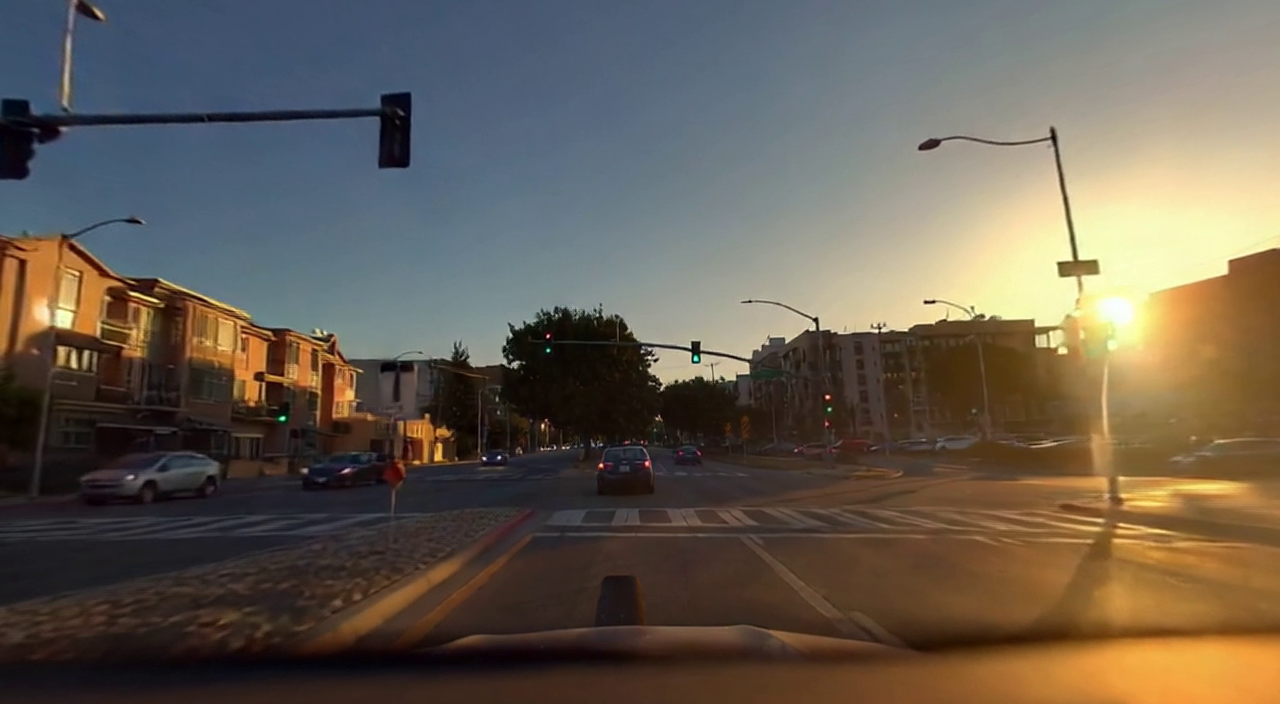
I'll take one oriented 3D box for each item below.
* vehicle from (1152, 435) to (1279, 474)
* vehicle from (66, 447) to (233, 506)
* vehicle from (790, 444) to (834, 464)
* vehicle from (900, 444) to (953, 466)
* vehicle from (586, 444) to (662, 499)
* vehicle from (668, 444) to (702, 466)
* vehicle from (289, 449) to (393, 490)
[{"bbox_3d":[25.943,4.525,27.802,4.665,1.612,1.937,-1,-9,8],"label":"vehicle"},{"bbox_3d":[-15.743,3.967,20.594,1.922,1.717,4.366,0,-9,0],"label":"vehicle"},{"bbox_3d":[12.756,7.552,46.840,1.849,1.429,4.335,0,-9,-3],"label":"vehicle"},{"bbox_3d":[19.852,7.090,43.490,1.932,1.430,4.203,-8,-12,43],"label":"vehicle"},{"bbox_3d":[-0.450,3.512,18.870,2.010,1.447,4.121,0,-9,-1],"label":"vehicle"},{"bbox_3d":[3.211,7.432,45.664,2.023,1.506,3.816,0,-9,-2],"label":"vehicle"},{"bbox_3d":[-12.050,4.734,25.767,1.963,1.504,4.640,0,-9,0],"label":"vehicle"}]
